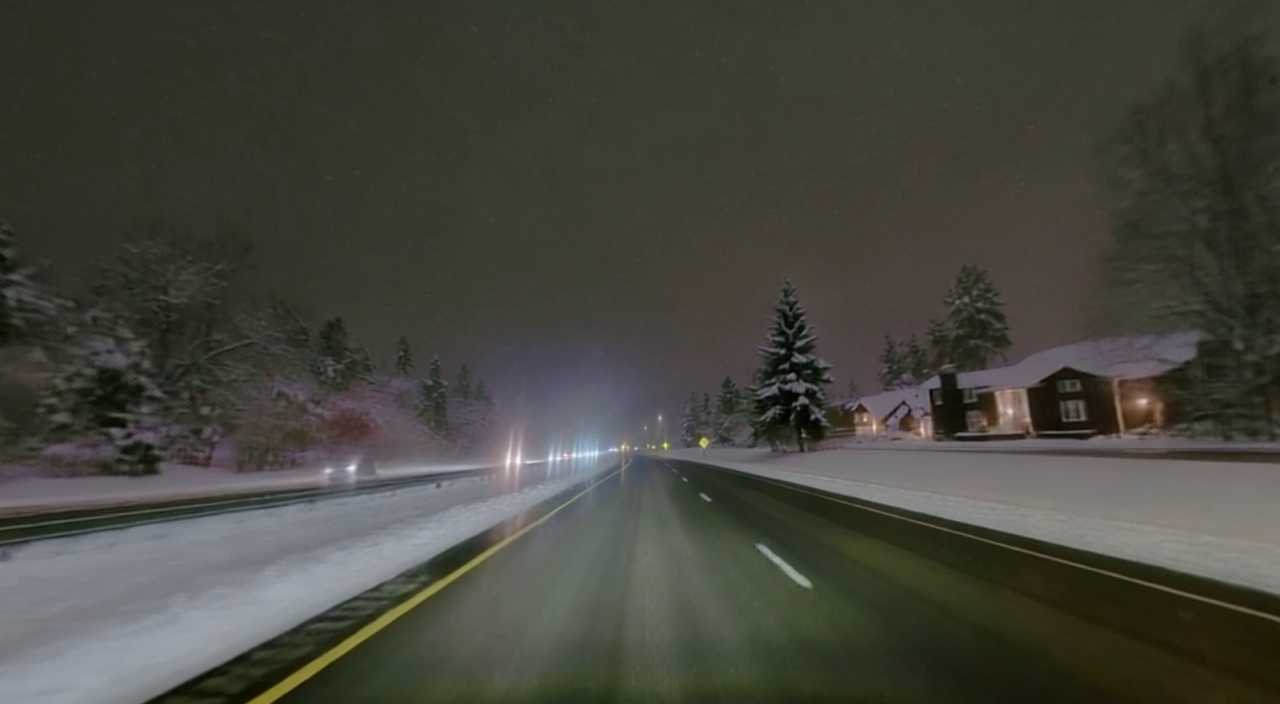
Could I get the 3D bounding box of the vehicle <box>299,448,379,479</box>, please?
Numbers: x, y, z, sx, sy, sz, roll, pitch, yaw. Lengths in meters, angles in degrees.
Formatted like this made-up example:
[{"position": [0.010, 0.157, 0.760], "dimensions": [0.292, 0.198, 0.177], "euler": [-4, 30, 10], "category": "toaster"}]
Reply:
[{"position": [-21.906, 8.110, 46.300], "dimensions": [2.507, 2.080, 6.634], "euler": [-1, -8, 1], "category": "vehicle"}]
